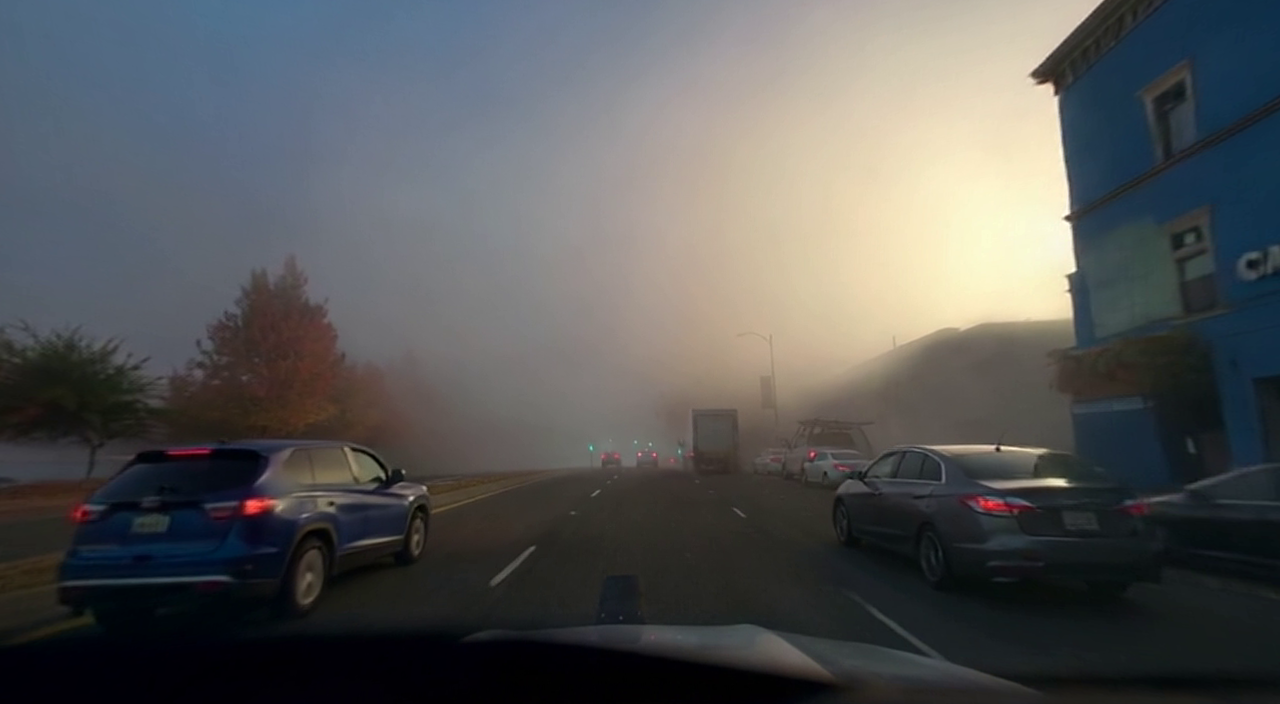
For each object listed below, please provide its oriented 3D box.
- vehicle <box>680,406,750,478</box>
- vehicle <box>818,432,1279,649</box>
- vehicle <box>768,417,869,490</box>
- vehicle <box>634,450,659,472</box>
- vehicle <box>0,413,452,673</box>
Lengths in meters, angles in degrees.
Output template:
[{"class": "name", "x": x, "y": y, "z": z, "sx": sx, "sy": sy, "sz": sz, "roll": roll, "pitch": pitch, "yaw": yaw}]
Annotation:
[{"class": "vehicle", "x": 4.207, "y": 5.446, "z": 38.046, "sx": 3.003, "sy": 3.680, "sz": 10.684, "roll": 0, "pitch": -9, "yaw": 0}, {"class": "vehicle", "x": 3.649, "y": 1.654, "z": 6.824, "sx": 1.915, "sy": 1.449, "sz": 4.970, "roll": 0, "pitch": -9, "yaw": -1}, {"class": "vehicle", "x": 7.274, "y": 4.202, "z": 26.396, "sx": 2.483, "sy": 2.707, "sz": 5.496, "roll": 0, "pitch": -9, "yaw": -1}, {"class": "vehicle", "x": 0.505, "y": 8.385, "z": 48.686, "sx": 1.846, "sy": 1.528, "sz": 4.348, "roll": 0, "pitch": -9, "yaw": 0}, {"class": "vehicle", "x": -3.437, "y": 1.486, "z": 6.098, "sx": 1.751, "sy": 1.540, "sz": 4.481, "roll": 0, "pitch": -9, "yaw": 1}]
